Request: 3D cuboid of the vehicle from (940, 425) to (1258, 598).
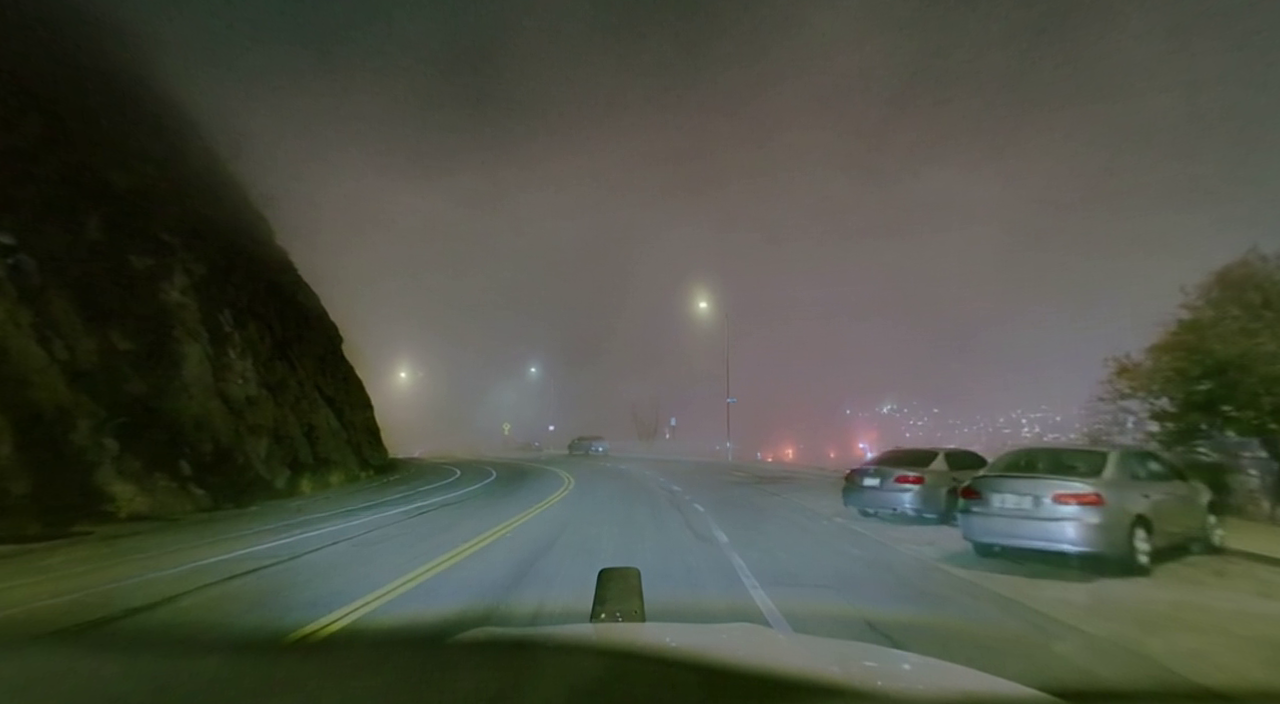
[{"bbox_3d":[5.892,1.742,7.902,4.609,1.505,2.061,7,-11,-40],"label":"vehicle"}]
